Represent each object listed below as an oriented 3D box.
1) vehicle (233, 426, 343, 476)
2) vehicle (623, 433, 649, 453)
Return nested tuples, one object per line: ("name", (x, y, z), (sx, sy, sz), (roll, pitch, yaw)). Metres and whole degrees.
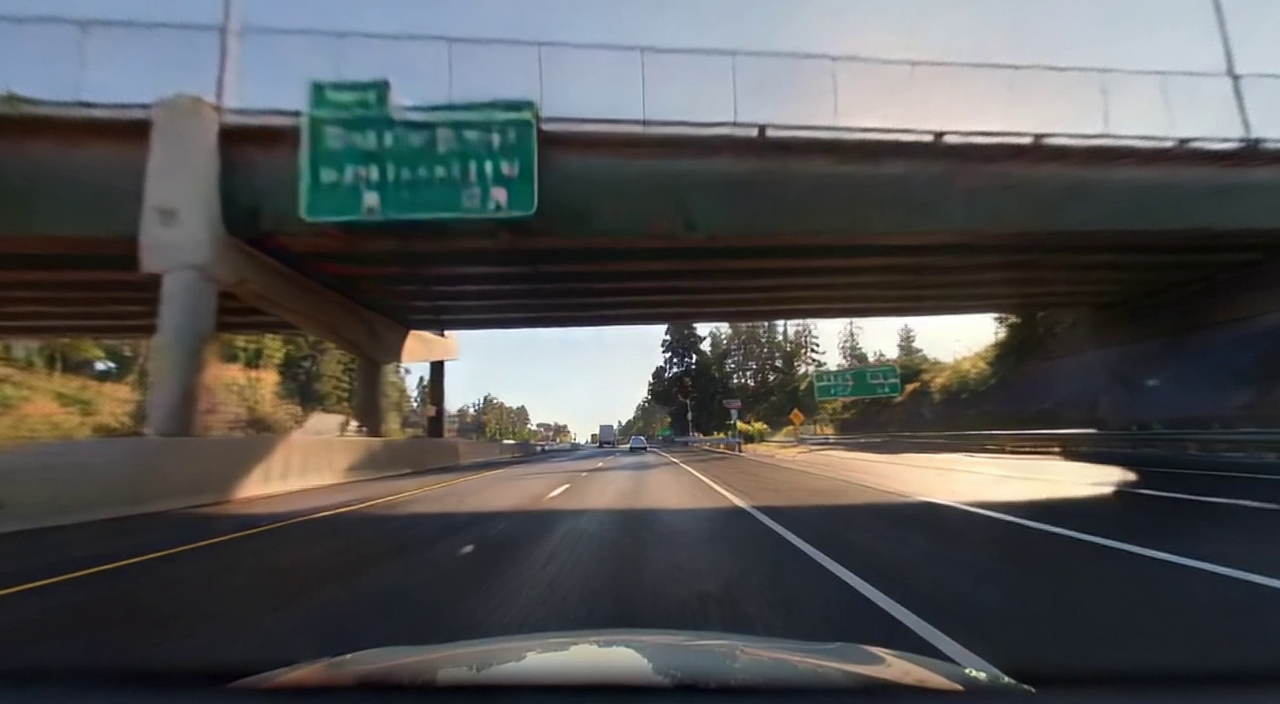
("vehicle", (-16.282, 4.580, 29.490), (2.331, 2.127, 4.899), (0, -8, 0))
("vehicle", (-0.356, 7.195, 49.764), (1.952, 1.438, 3.702), (0, -8, -2))
